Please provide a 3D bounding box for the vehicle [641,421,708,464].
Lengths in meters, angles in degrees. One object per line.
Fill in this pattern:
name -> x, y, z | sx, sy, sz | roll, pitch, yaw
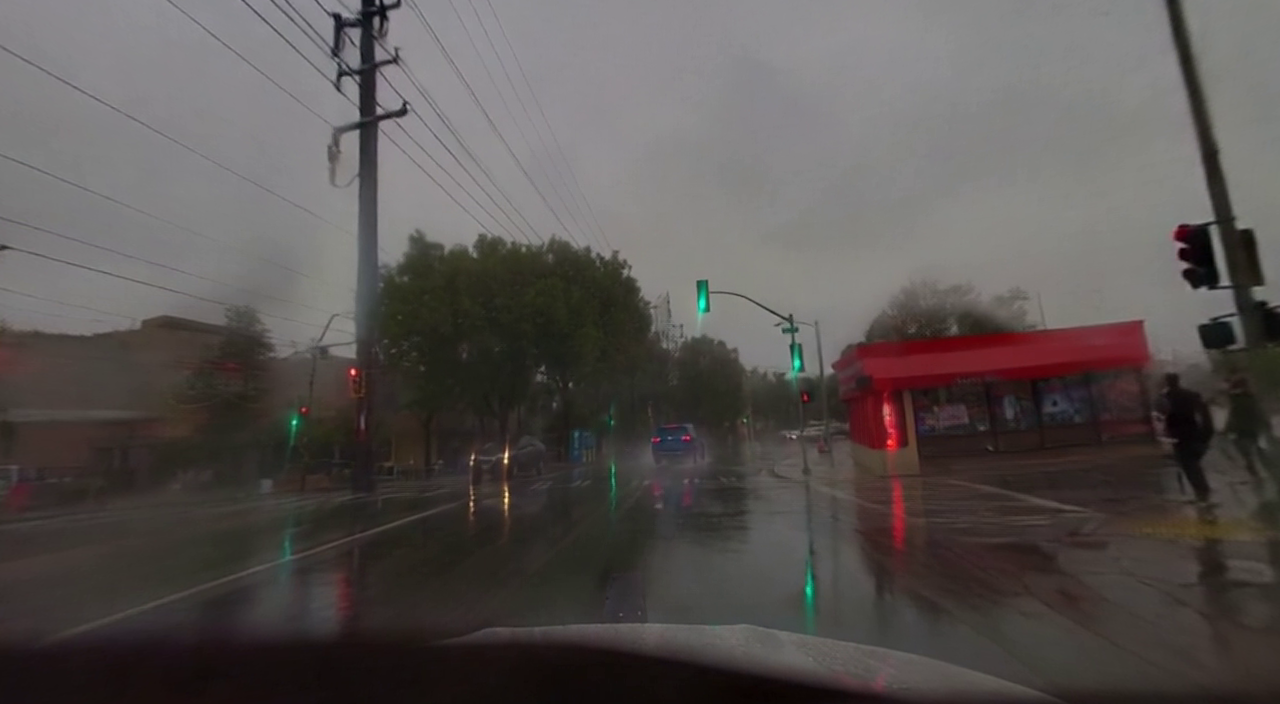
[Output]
vehicle -> 1.625, 4.005, 27.822 | 2.101, 1.721, 4.364 | -3, -9, 14

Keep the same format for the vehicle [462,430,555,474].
vehicle -> -5.544, 4.305, 27.354 | 2.017, 1.684, 4.483 | -3, -9, 16
